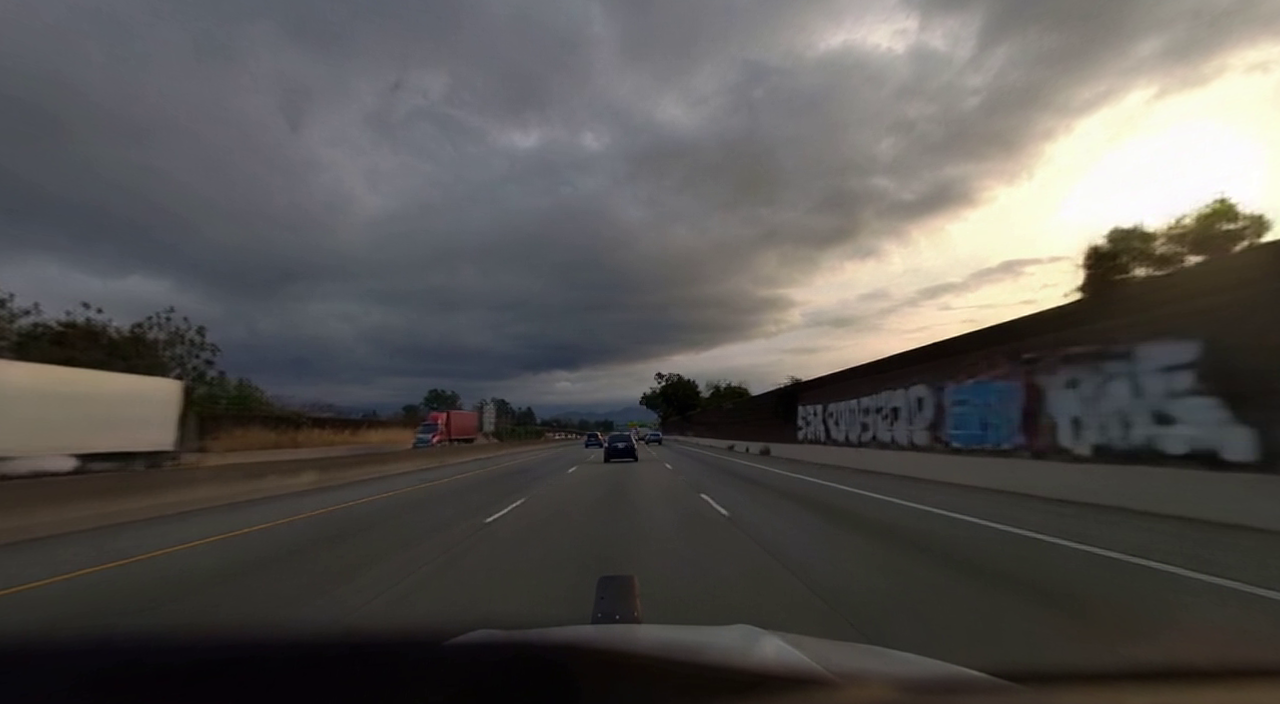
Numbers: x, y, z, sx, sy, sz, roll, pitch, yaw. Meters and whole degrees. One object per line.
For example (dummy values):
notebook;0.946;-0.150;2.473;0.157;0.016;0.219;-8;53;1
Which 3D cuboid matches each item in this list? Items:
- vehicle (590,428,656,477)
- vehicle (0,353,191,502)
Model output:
vehicle;-0.559;3.364;21.334;2.044;1.477;3.693;0;-8;-1
vehicle;-21.074;2.207;18.524;3.230;4.506;17.563;0;-7;-1
